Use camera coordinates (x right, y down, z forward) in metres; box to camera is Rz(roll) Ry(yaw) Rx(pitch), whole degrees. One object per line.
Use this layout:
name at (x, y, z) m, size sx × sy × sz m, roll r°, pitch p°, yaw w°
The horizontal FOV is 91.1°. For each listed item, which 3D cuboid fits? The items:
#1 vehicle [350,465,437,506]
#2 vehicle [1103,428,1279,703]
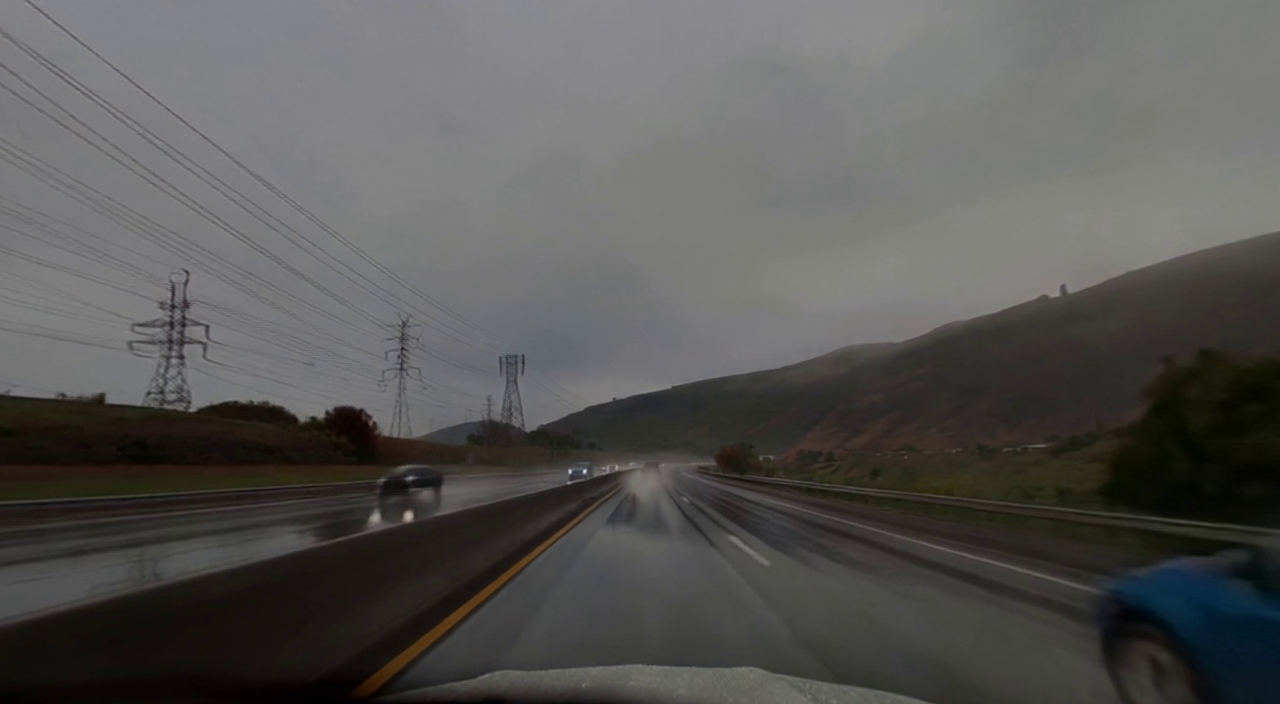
vehicle at (-11.058, 6.022, 28.572) m, size 2.023 × 1.654 × 4.480 m, roll 1°, pitch -10°, yaw 2°
vehicle at (3.552, 0.894, 1.427) m, size 1.985 × 1.521 × 3.904 m, roll 1°, pitch -10°, yaw 0°
